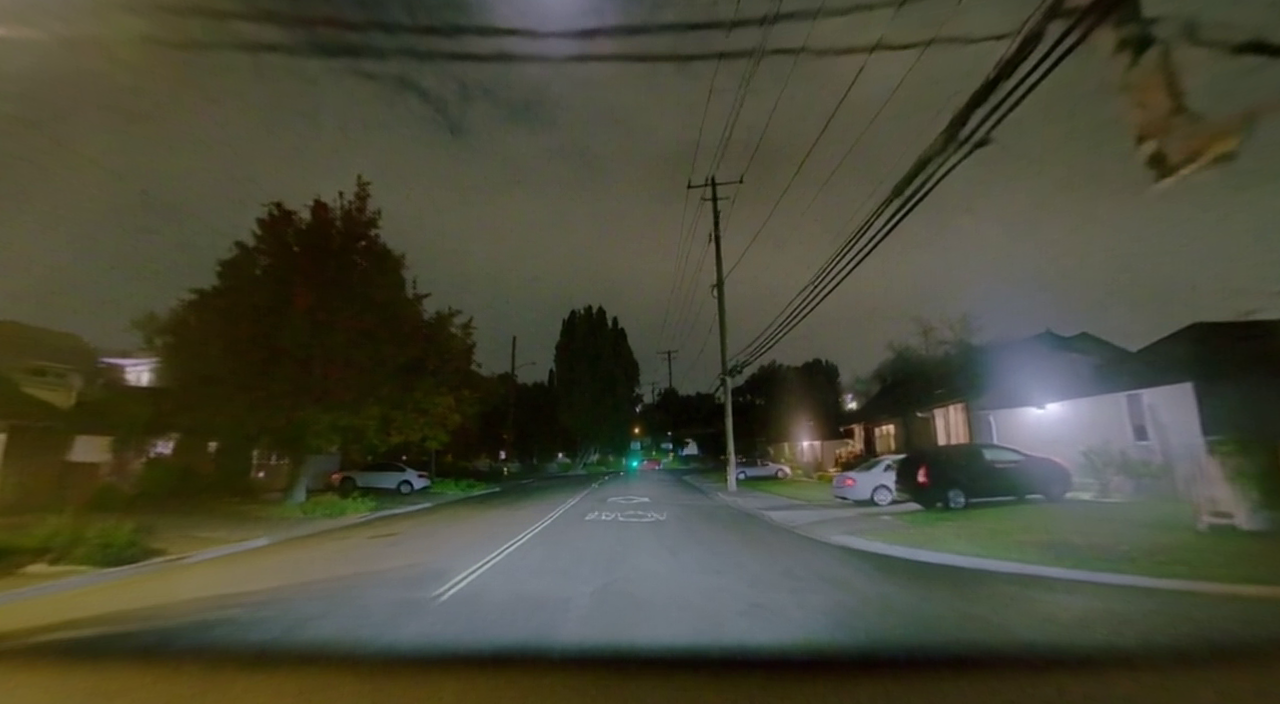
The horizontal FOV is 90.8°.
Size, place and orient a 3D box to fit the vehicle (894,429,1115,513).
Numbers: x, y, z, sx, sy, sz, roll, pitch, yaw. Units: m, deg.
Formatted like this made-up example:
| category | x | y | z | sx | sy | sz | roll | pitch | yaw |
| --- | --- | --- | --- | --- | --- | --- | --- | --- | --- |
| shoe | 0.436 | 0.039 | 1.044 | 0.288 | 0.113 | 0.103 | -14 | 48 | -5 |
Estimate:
| category | x | y | z | sx | sy | sz | roll | pitch | yaw |
| --- | --- | --- | --- | --- | --- | --- | --- | --- | --- |
| vehicle | 9.325 | 3.067 | 16.449 | 4.557 | 2.012 | 1.917 | 1 | -9 | -3 |

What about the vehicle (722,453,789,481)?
| category | x | y | z | sx | sy | sz | roll | pitch | yaw |
| --- | --- | --- | --- | --- | --- | --- | --- | --- | --- |
| vehicle | 7.428 | 7.414 | 40.868 | 3.846 | 1.725 | 1.920 | 1 | -9 | -4 |

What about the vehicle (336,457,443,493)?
| category | x | y | z | sx | sy | sz | roll | pitch | yaw |
| --- | --- | --- | --- | --- | --- | --- | --- | --- | --- |
| vehicle | -11.963 | 5.892 | 30.398 | 4.243 | 1.598 | 2.003 | 0 | -9 | 3 |
